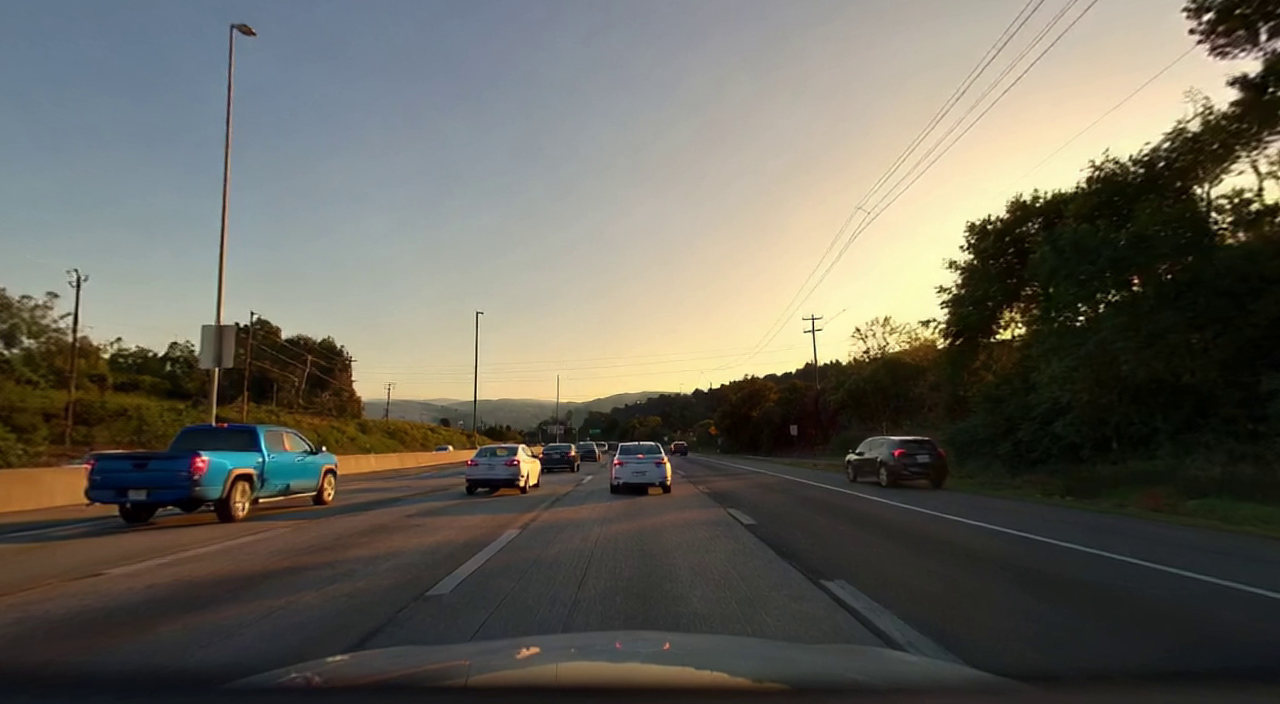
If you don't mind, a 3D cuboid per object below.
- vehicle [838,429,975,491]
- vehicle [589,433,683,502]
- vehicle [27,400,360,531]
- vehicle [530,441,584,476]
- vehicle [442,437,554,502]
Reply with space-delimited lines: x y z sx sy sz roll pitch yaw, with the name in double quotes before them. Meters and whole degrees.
"vehicle" 8.107 3.326 19.811 2.205 1.701 4.601 0 -8 -1
"vehicle" -0.117 2.909 16.389 2.102 1.499 4.439 0 -8 -1
"vehicle" -7.874 2.086 12.208 2.194 1.922 5.637 -1 -8 1
"vehicle" -3.664 4.761 28.587 1.904 1.448 4.060 0 -8 0
"vehicle" -3.491 2.958 16.348 1.899 1.437 4.131 0 -8 1
